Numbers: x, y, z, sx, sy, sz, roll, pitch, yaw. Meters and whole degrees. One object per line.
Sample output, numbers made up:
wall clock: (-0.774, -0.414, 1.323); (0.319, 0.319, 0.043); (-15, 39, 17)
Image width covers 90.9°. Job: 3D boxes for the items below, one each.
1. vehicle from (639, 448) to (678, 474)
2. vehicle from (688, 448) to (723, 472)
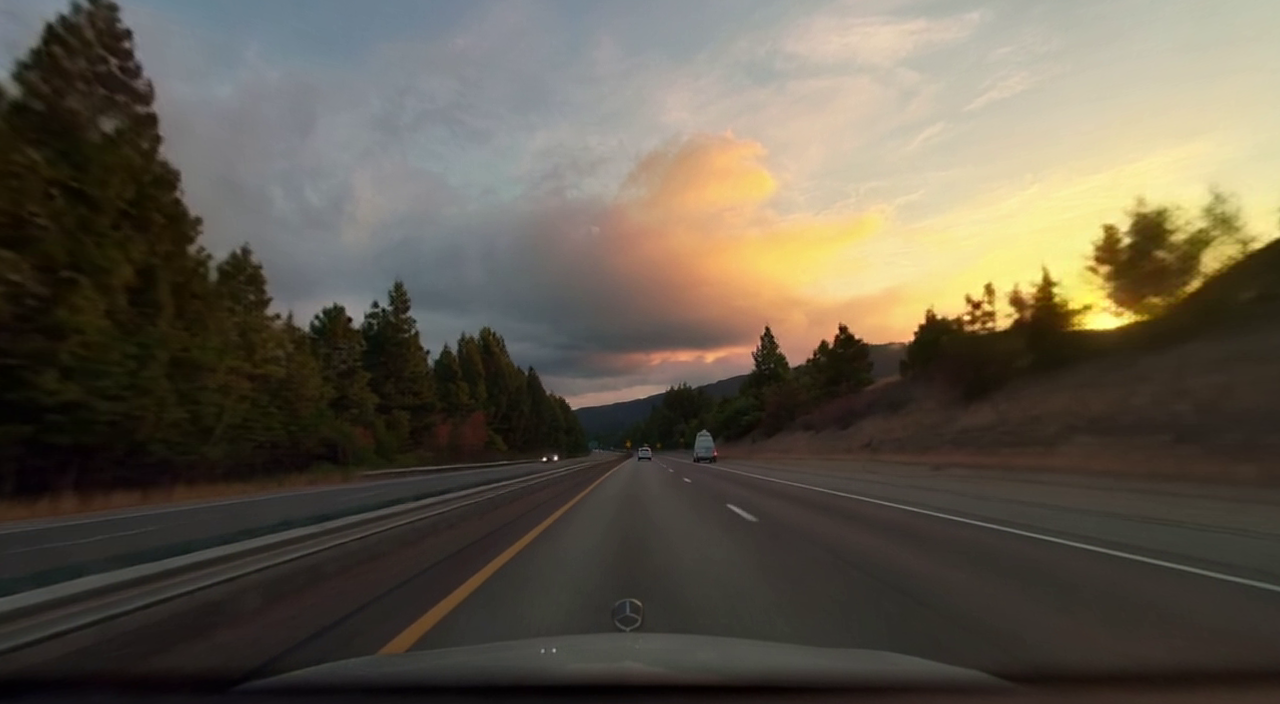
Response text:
vehicle: (1.054, 6.589, 38.252); (2.162, 1.492, 3.975); (0, -9, -1)
vehicle: (4.388, 7.246, 42.473); (1.846, 1.485, 3.679); (0, -9, -2)
